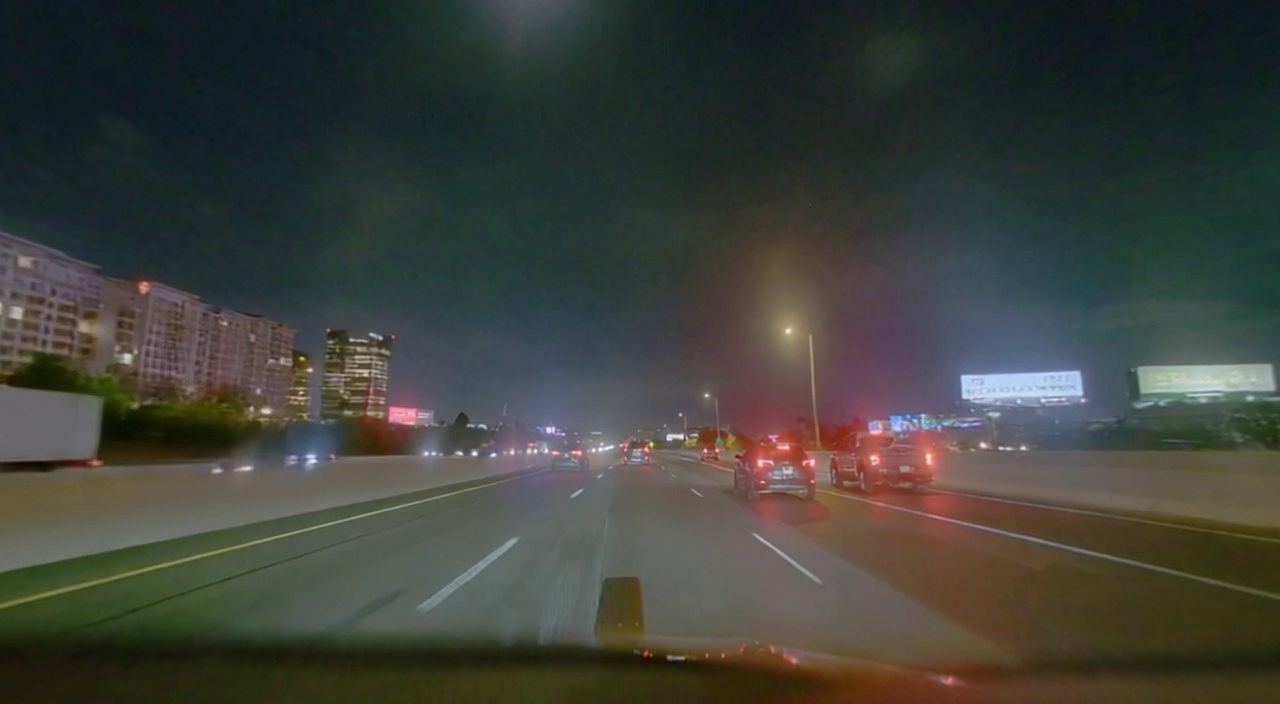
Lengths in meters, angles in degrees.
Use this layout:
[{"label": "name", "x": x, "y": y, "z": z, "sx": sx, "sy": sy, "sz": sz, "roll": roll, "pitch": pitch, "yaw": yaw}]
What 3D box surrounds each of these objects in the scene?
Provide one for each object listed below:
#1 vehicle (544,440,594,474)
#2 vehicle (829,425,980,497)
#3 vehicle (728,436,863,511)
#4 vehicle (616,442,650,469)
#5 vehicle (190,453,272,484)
[{"label": "vehicle", "x": -3.864, "y": 5.840, "z": 35.349, "sx": 2.256, "sy": 1.756, "sz": 4.745, "roll": 0, "pitch": -9, "yaw": 0}, {"label": "vehicle", "x": 7.400, "y": 3.133, "z": 18.391, "sx": 2.176, "sy": 1.793, "sz": 4.841, "roll": 0, "pitch": -9, "yaw": -2}, {"label": "vehicle", "x": 3.475, "y": 2.825, "z": 15.141, "sx": 1.987, "sy": 1.509, "sz": 4.512, "roll": 0, "pitch": -9, "yaw": -1}, {"label": "vehicle", "x": -0.463, "y": 7.011, "z": 42.962, "sx": 2.191, "sy": 1.685, "sz": 4.015, "roll": 0, "pitch": -9, "yaw": 0}, {"label": "vehicle", "x": -21.473, "y": 6.116, "z": 33.374, "sx": 1.879, "sy": 1.461, "sz": 3.650, "roll": 0, "pitch": -9, "yaw": -1}]
